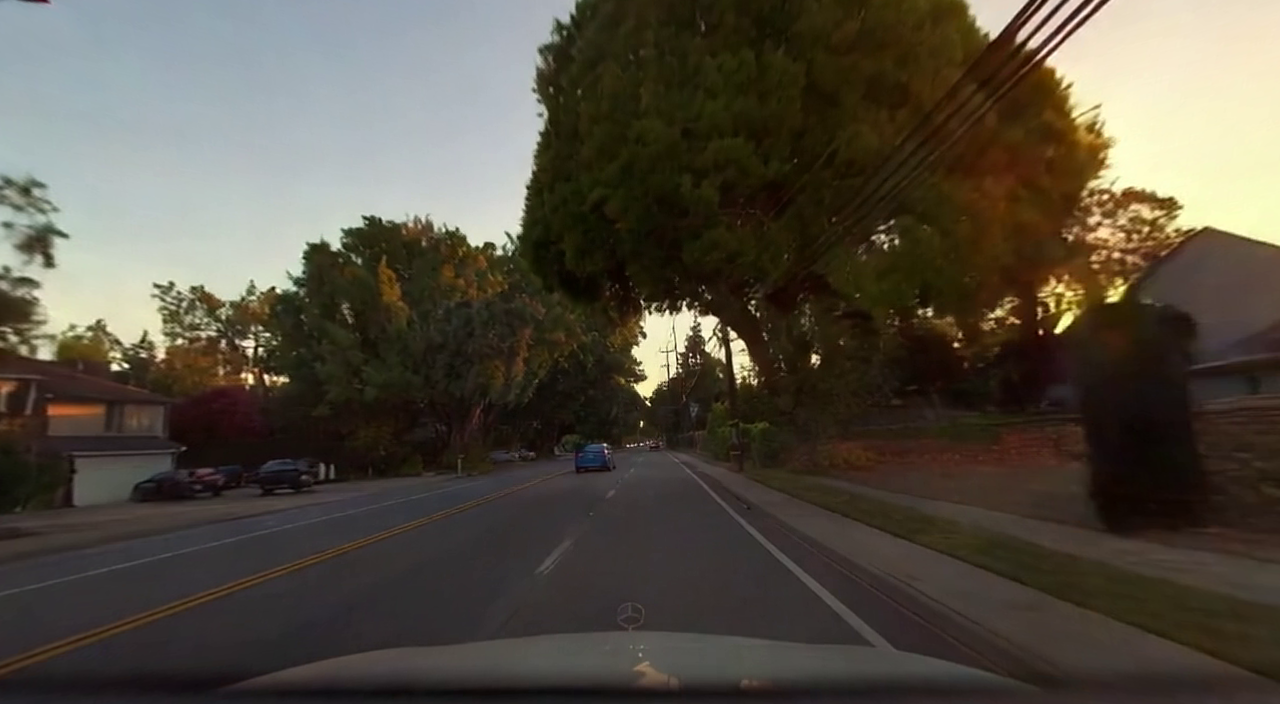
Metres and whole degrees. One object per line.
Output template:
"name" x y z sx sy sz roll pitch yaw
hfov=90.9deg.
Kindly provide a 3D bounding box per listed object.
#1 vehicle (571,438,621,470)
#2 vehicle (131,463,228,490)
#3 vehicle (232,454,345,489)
"vehicle" -2.147 5.185 32.252 2.085 1.512 5.023 -1 -8 2
"vehicle" -27.200 7.340 37.337 4.223 1.458 1.969 0 -8 1
"vehicle" -19.323 6.568 34.824 4.847 1.759 2.382 -1 -8 6
